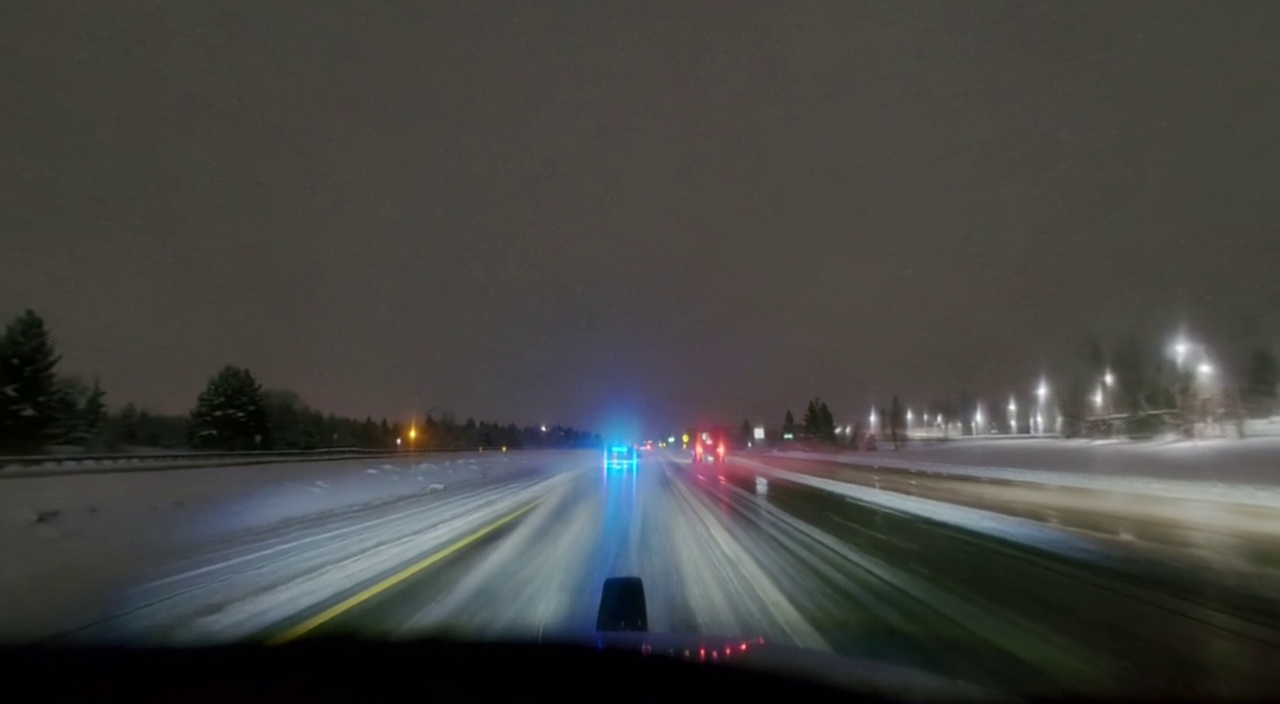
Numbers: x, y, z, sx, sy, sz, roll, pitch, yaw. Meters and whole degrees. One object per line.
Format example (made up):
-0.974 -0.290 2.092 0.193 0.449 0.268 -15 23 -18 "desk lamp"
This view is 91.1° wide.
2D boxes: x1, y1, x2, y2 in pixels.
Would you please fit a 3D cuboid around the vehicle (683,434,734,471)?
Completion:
3.337 4.977 31.376 2.063 1.698 4.355 0 -8 0 "vehicle"

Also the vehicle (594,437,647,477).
-0.715 4.353 26.361 2.050 1.546 4.344 0 -8 1 "vehicle"
